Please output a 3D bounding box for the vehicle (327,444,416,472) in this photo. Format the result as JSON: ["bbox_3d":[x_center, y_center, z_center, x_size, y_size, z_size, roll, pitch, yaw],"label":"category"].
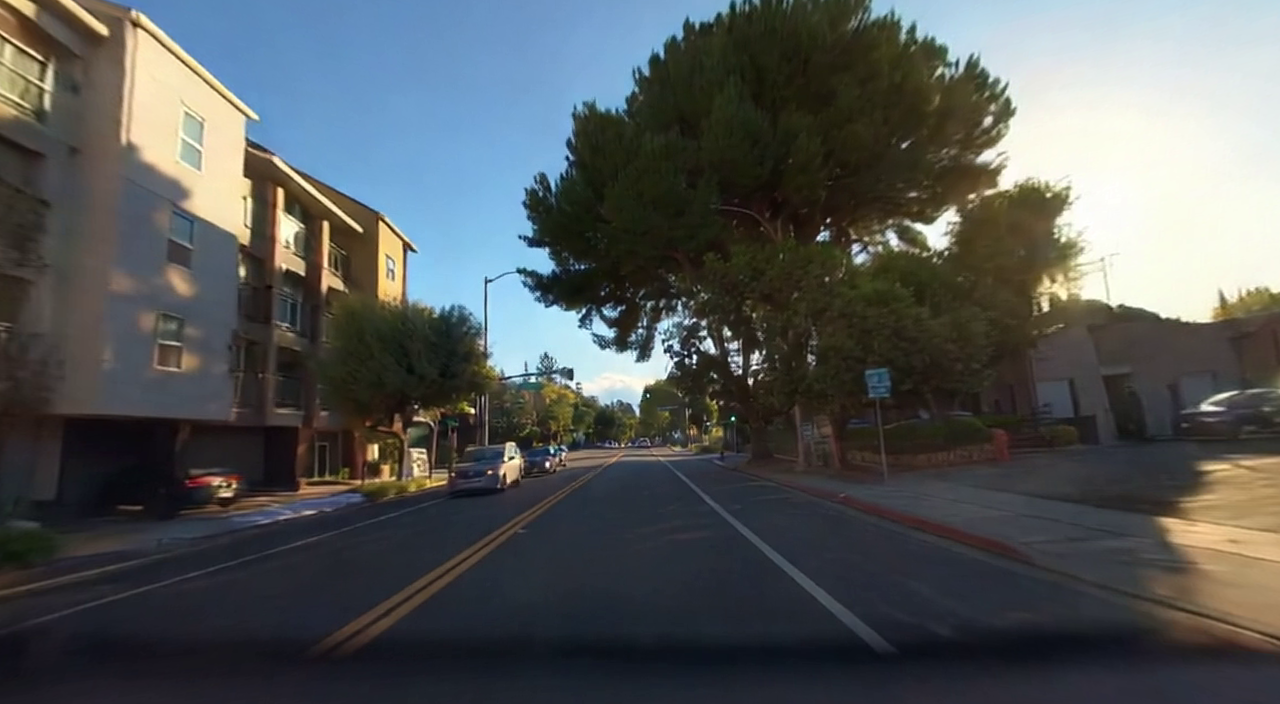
[{"bbox_3d":[-20.723,8.187,48.918,5.829,2.003,2.260,0,-9,-2],"label":"vehicle"}]

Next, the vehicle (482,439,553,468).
[{"bbox_3d":[-8.601,7.112,44.277,4.569,1.909,2.037,-5,-9,26],"label":"vehicle"}]

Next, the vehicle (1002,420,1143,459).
[{"bbox_3d":[17.230,3.512,25.334,4.161,1.442,2.023,-1,-9,-1],"label":"vehicle"}]

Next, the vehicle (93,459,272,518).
[{"bbox_3d":[-12.797,3.809,18.127,1.934,1.389,4.364,0,-9,-1],"label":"vehicle"}]
